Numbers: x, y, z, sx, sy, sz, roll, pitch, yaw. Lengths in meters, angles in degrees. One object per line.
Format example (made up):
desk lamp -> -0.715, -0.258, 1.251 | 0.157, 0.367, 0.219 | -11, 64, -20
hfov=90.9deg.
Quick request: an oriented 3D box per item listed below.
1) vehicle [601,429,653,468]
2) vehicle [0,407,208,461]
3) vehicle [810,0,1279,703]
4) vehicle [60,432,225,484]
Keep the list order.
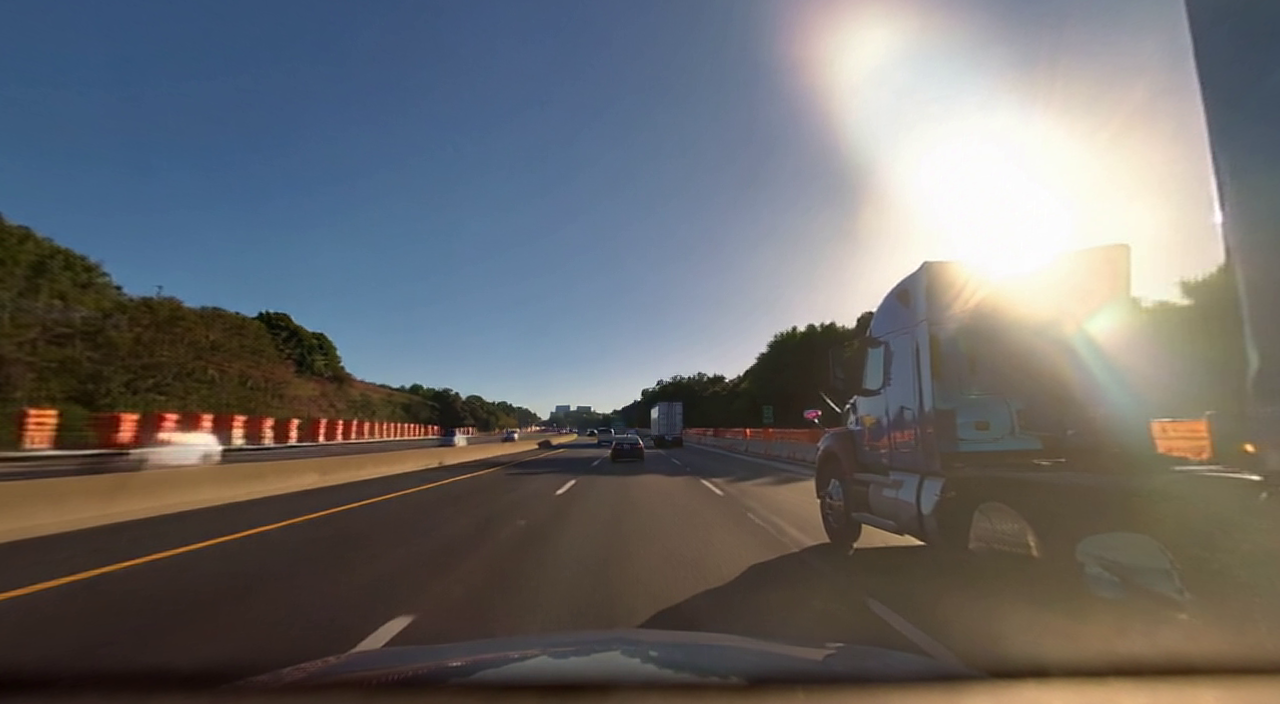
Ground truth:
vehicle -> -0.519, 3.856, 25.447 | 1.929, 1.469, 3.677 | 0, -8, -1
vehicle -> -40.613, 6.059, 49.126 | 2.834, 3.320, 15.990 | -2, -5, 0
vehicle -> 3.580, -0.112, 1.757 | 2.919, 3.634, 10.888 | 0, -8, -1
vehicle -> -15.424, 3.266, 19.877 | 1.845, 1.459, 4.153 | 0, -8, -1
